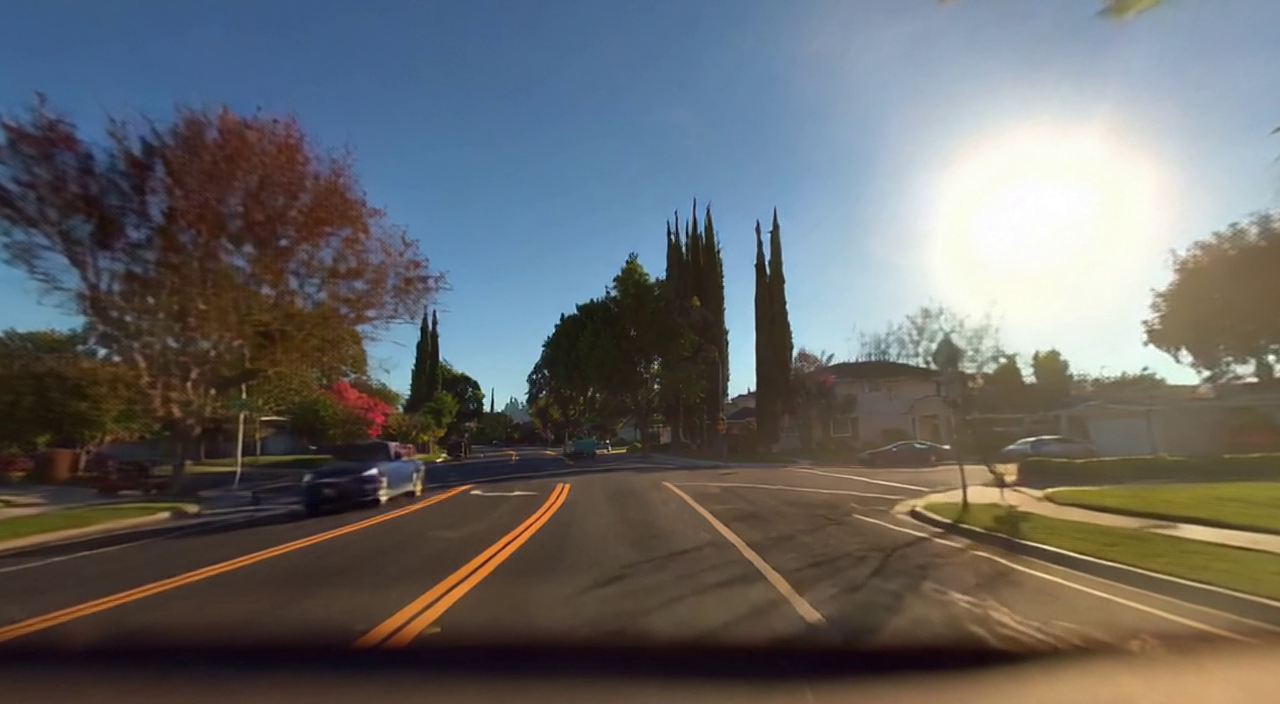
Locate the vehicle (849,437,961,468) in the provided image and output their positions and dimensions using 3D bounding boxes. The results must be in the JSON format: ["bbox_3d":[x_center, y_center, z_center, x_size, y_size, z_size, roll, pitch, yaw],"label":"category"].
[{"bbox_3d":[12.923,4.939,31.000,4.737,1.447,1.766,-1,-9,8],"label":"vehicle"}]

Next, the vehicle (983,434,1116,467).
[{"bbox_3d":[19.192,4.645,29.752,4.795,1.468,1.945,-2,-9,12],"label":"vehicle"}]

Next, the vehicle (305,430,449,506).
[{"bbox_3d":[-6.775,3.008,16.857,2.069,1.740,4.446,0,-8,-3],"label":"vehicle"}]

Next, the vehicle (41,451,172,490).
[{"bbox_3d":[-24.682,5.471,29.258,4.378,1.714,1.977,-1,-8,4],"label":"vehicle"}]

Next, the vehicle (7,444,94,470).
[{"bbox_3d":[-44.988,7.989,48.235,1.948,1.845,4.671,-2,-8,4],"label":"vehicle"}]
